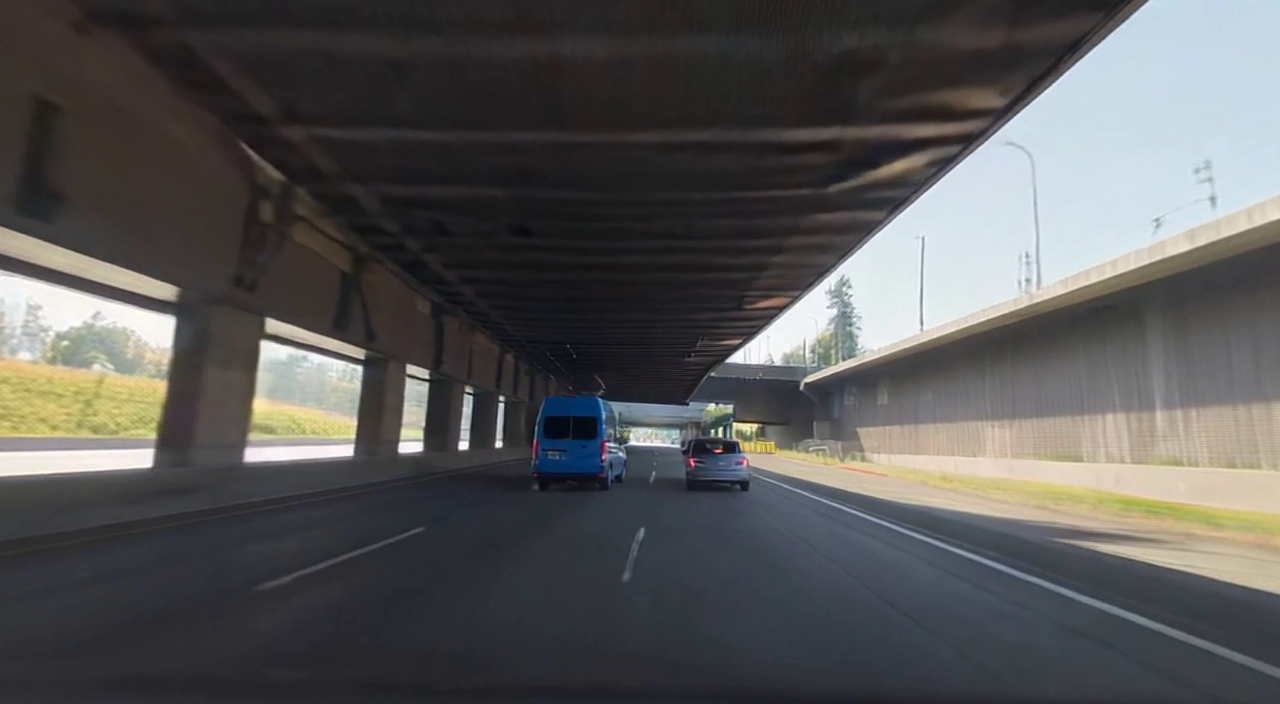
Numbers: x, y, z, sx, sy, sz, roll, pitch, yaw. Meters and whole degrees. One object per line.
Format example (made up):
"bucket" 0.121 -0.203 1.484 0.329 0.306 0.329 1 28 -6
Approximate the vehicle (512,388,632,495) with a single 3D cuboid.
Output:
"vehicle" -1.618 2.431 17.228 2.404 2.459 5.229 -1 -8 3

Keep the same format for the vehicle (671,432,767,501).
"vehicle" 1.890 2.890 16.405 2.095 1.553 4.069 -1 -8 2
